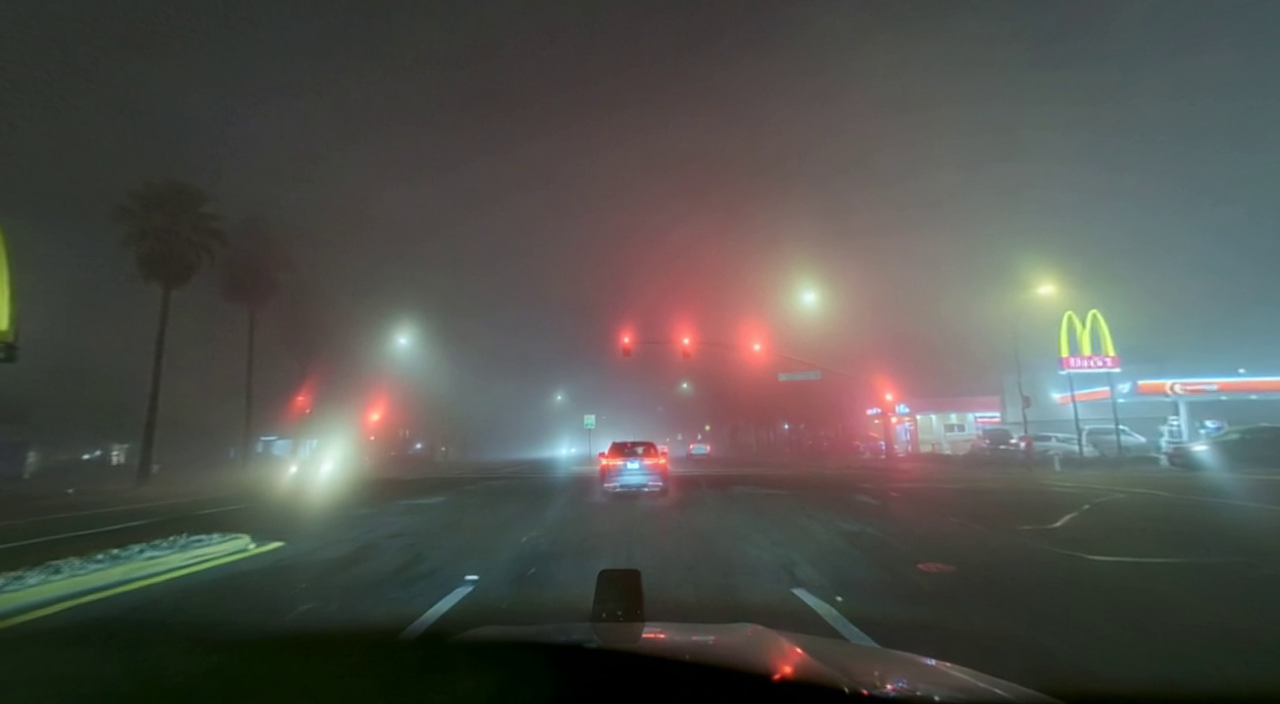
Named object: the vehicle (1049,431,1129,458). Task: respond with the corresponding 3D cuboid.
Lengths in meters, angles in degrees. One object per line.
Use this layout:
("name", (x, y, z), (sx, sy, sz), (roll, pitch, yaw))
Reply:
("vehicle", (26.349, 5.463, 37.243), (1.923, 1.501, 3.849), (-1, -8, 2))

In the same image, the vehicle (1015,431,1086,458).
("vehicle", (24.271, 5.499, 37.485), (1.738, 1.462, 3.609), (0, -8, 0))

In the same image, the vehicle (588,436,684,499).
("vehicle", (-0.120, 3.101, 17.398), (2.270, 1.475, 4.571), (0, -8, -1))

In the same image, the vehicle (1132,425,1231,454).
("vehicle", (31.890, 5.202, 37.405), (1.903, 1.630, 4.320), (0, -8, -1))

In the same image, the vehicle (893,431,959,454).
("vehicle", (19.553, 6.223, 43.297), (3.833, 1.495, 1.892), (-3, -9, 18))

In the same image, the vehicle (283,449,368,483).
("vehicle", (-15.417, 5.589, 31.286), (1.896, 1.508, 4.659), (0, -8, -1))

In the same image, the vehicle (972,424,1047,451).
("vehicle", (24.579, 5.709, 42.112), (3.783, 1.560, 1.853), (-4, -10, 11))
